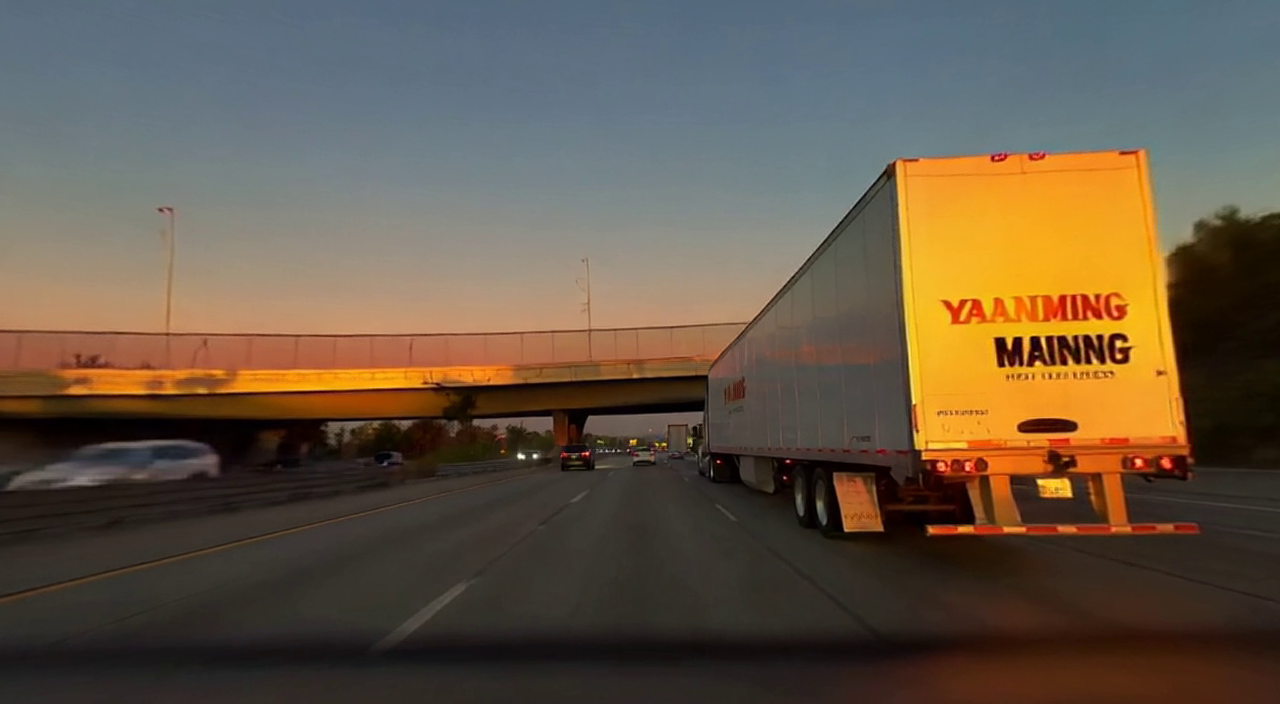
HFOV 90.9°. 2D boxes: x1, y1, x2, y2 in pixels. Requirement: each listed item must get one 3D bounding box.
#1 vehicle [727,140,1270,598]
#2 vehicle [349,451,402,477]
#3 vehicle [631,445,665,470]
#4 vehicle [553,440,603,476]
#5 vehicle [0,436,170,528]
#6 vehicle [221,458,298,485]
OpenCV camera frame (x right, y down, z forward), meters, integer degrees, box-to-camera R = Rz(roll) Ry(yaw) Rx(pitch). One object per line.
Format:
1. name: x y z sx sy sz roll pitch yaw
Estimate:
1. vehicle: 3.906 0.983 11.809 2.821 4.077 12.562 0 -9 0
2. vehicle: -19.154 8.085 45.844 1.897 1.729 4.321 0 -9 1
3. vehicle: 0.466 6.704 40.255 2.063 1.469 4.208 0 -9 0
4. vehicle: -3.097 5.386 32.275 2.058 1.711 4.226 0 -9 1
5. vehicle: -12.836 2.724 13.721 1.957 1.672 4.174 0 -9 0
6. vehicle: -23.486 7.388 39.146 1.859 1.484 4.695 0 -9 0
